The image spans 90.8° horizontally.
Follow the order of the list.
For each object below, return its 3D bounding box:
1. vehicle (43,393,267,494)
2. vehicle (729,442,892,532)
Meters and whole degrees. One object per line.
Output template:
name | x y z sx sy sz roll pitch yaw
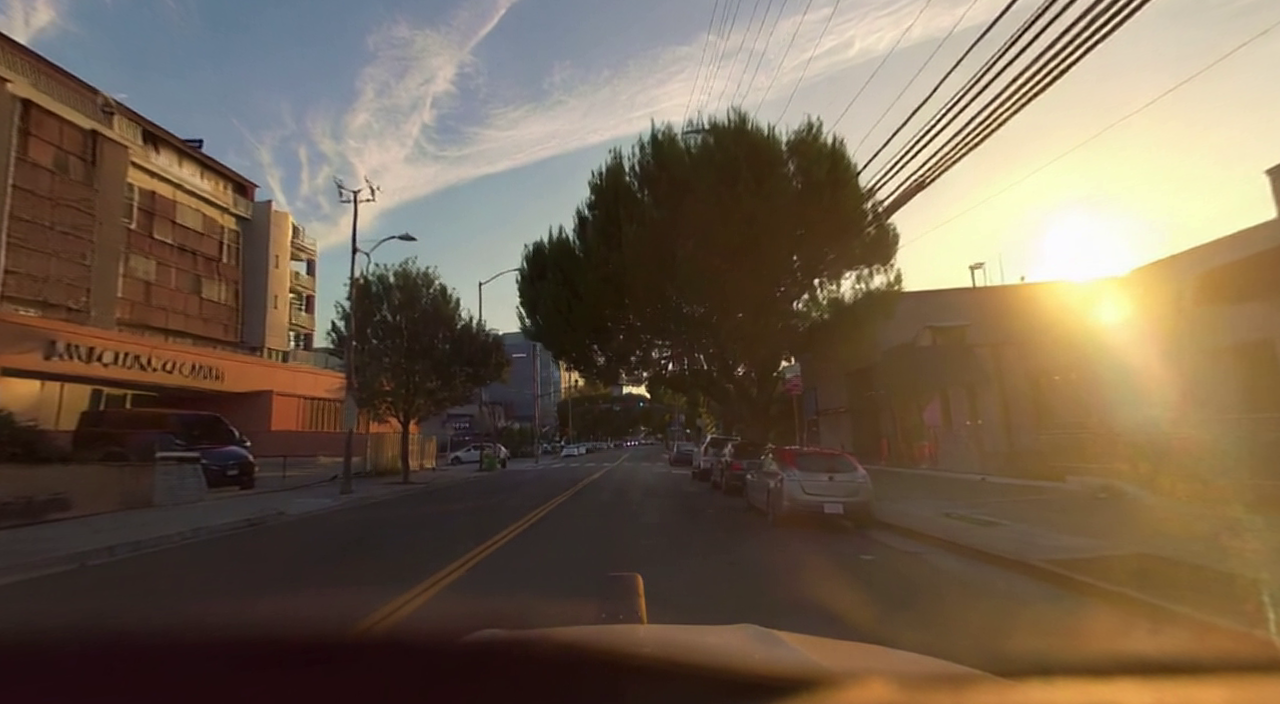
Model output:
vehicle | -15.466 2.961 20.901 2.715 2.789 6.225 0 -7 -4
vehicle | 2.986 2.414 11.981 1.877 1.373 3.854 0 -8 -2
